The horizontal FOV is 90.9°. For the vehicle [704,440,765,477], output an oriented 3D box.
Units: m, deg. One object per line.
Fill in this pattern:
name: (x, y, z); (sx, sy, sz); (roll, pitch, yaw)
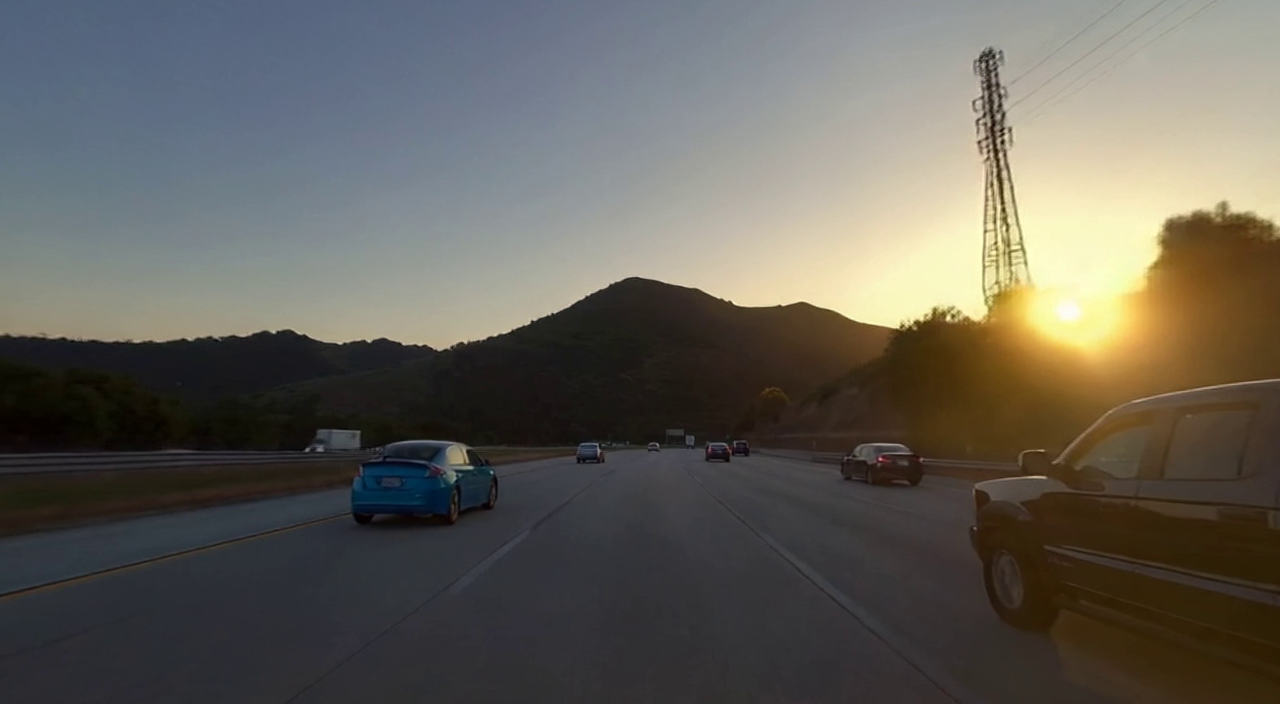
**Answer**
vehicle: (4.098, 4.700, 28.143); (2.046, 1.471, 4.333); (0, -8, 0)

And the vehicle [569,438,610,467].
vehicle: (-3.066, 6.186, 38.851); (2.021, 1.679, 4.310); (-1, -8, 2)

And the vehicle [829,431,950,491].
vehicle: (7.635, 3.377, 19.871); (1.986, 1.633, 4.430); (0, -8, 0)

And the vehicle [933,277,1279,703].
vehicle: (3.439, 0.707, 2.482); (2.098, 1.925, 5.171); (0, -8, 1)

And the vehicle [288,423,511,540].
vehicle: (-3.873, 2.173, 11.233); (2.113, 1.636, 4.494); (0, -8, 1)
